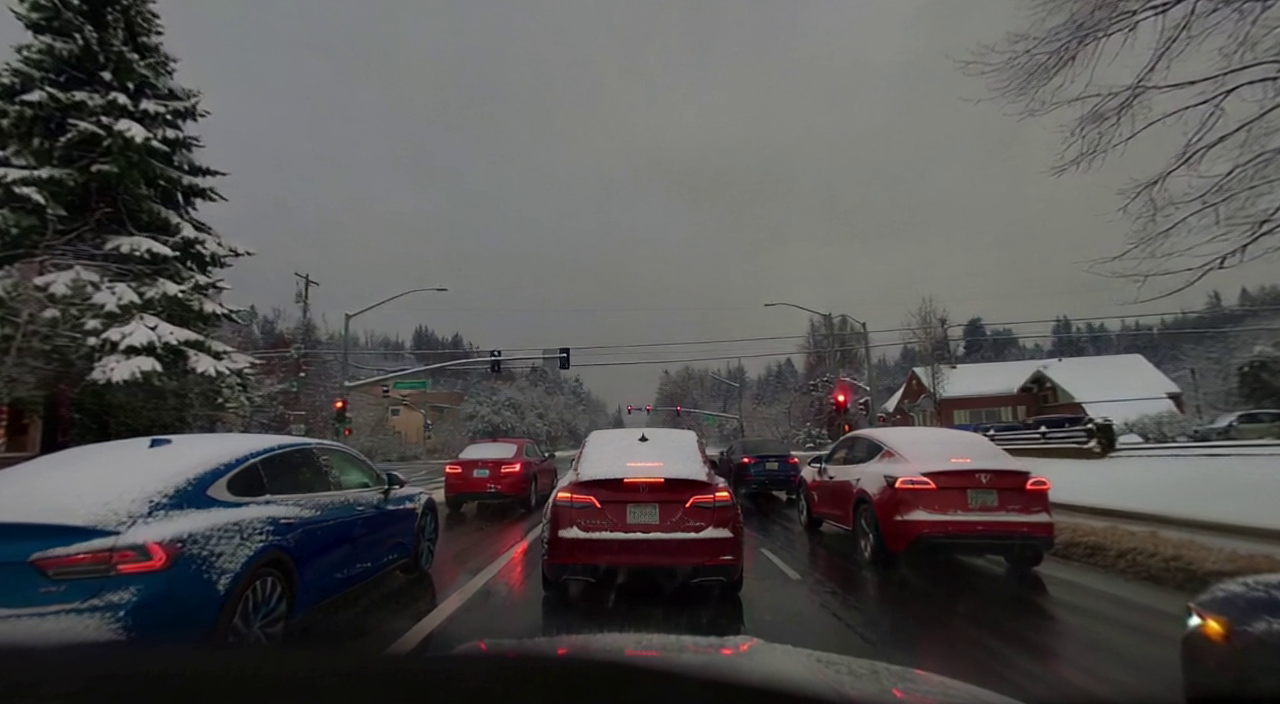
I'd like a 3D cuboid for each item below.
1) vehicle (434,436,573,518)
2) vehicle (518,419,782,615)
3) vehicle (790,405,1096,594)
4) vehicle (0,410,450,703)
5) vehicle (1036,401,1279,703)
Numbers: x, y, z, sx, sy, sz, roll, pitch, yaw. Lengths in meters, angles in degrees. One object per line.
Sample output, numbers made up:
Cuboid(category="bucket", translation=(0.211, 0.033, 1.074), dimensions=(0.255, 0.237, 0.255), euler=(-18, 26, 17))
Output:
Cuboid(category="vehicle", translation=(-2.832, 2.701, 14.136), dimensions=(2.089, 1.537, 4.073), euler=(-1, -9, 2))
Cuboid(category="vehicle", translation=(0.040, 1.661, 7.307), dimensions=(2.144, 1.563, 4.218), euler=(0, -8, -1))
Cuboid(category="vehicle", translation=(3.389, 1.712, 8.111), dimensions=(1.938, 1.732, 4.006), euler=(2, -9, 0))
Cuboid(category="vehicle", translation=(-3.083, 1.292, 4.560), dimensions=(2.015, 1.478, 4.407), euler=(0, -8, 0))
Cuboid(category="vehicle", translation=(3.304, 0.798, 1.312), dimensions=(1.951, 1.522, 4.614), euler=(0, -8, 0))
